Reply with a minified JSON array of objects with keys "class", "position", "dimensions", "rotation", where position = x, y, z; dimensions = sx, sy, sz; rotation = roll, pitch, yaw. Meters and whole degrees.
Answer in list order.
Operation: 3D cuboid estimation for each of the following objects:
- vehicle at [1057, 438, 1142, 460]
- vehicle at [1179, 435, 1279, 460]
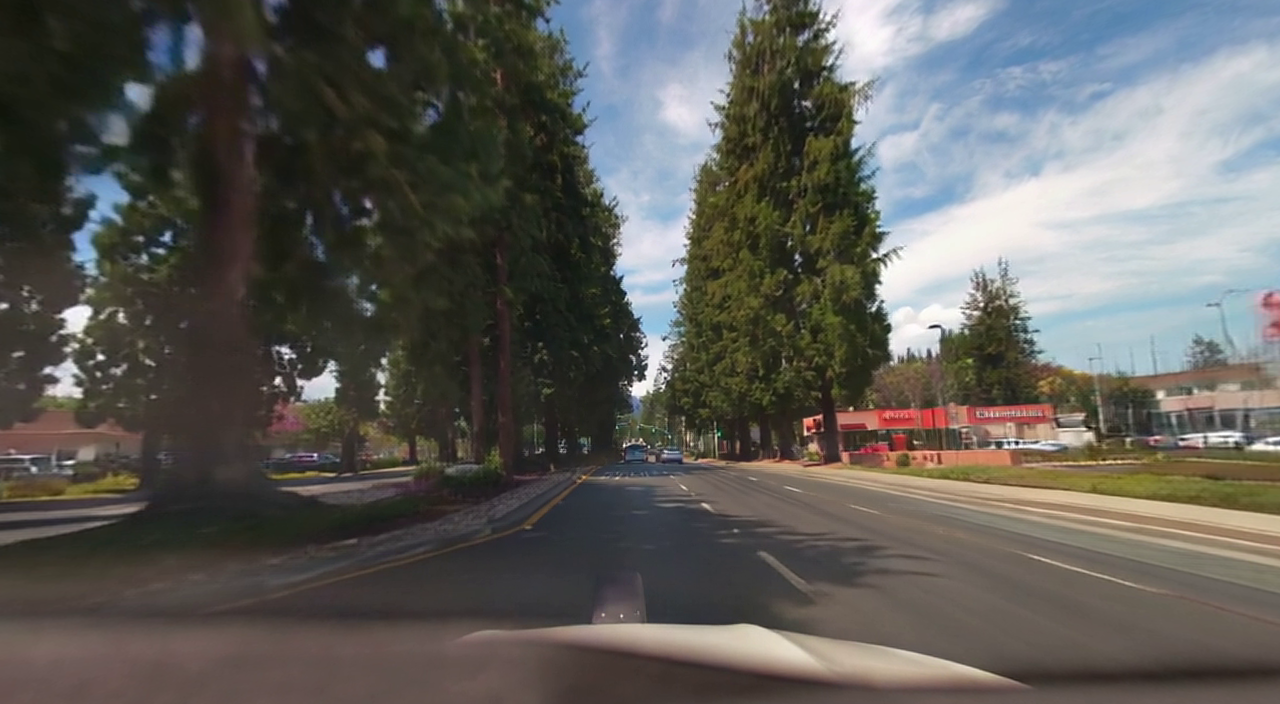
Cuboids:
[{"class":"vehicle","position":[34.742,7.335,47.892],"dimensions":[1.853,1.552,4.707],"rotation":[4,-9,-30]},{"class":"vehicle","position":[40.370,6.526,43.273],"dimensions":[1.962,1.620,4.755],"rotation":[5,-9,-29]}]
